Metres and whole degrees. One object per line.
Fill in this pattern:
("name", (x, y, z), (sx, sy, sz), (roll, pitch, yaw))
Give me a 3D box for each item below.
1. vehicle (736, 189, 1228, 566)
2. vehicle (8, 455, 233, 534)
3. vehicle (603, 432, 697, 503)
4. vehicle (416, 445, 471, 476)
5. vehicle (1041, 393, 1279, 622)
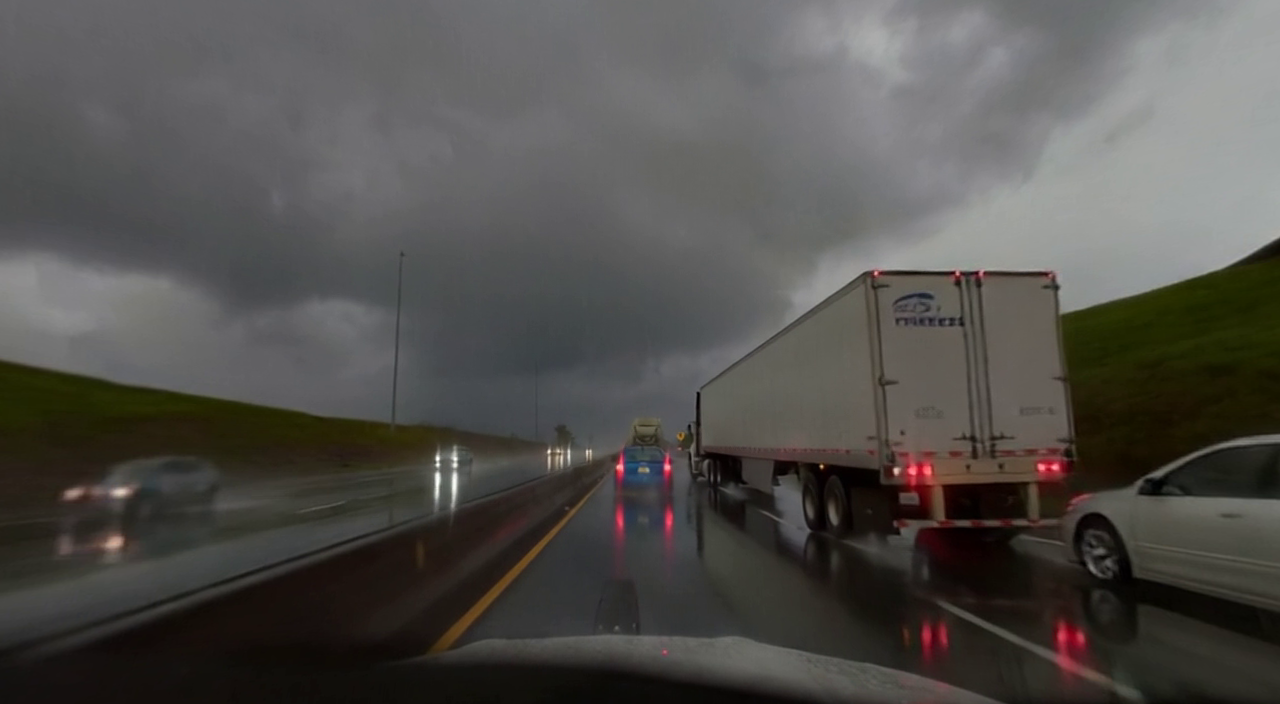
("vehicle", (4.521, 0.845, 11.973), (3.235, 4.197, 9.908), (0, -7, -3))
("vehicle", (-11.756, 3.195, 14.681), (1.940, 1.495, 3.889), (-1, -9, -1))
("vehicle", (0.193, 2.800, 15.676), (2.045, 1.507, 3.763), (-1, -8, -1))
("vehicle", (-11.867, 6.518, 38.232), (1.988, 1.727, 4.217), (-1, -8, 0))
("vehicle", (5.554, 1.044, 4.148), (1.888, 1.591, 4.815), (1, -8, -14))
